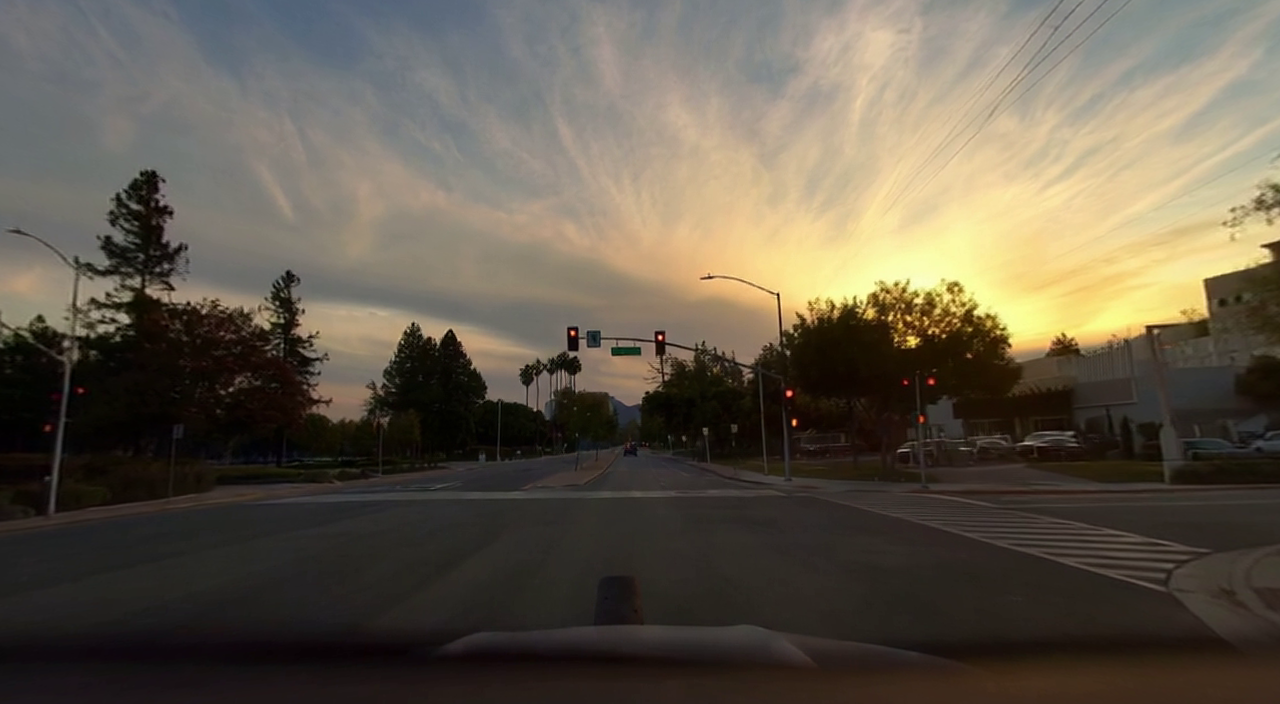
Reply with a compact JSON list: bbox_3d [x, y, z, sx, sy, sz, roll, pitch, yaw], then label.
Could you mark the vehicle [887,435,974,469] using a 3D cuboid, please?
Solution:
[{"bbox_3d":[14.966,5.206,32.856,1.959,1.471,4.570,-4,-8,-5],"label":"vehicle"}]
